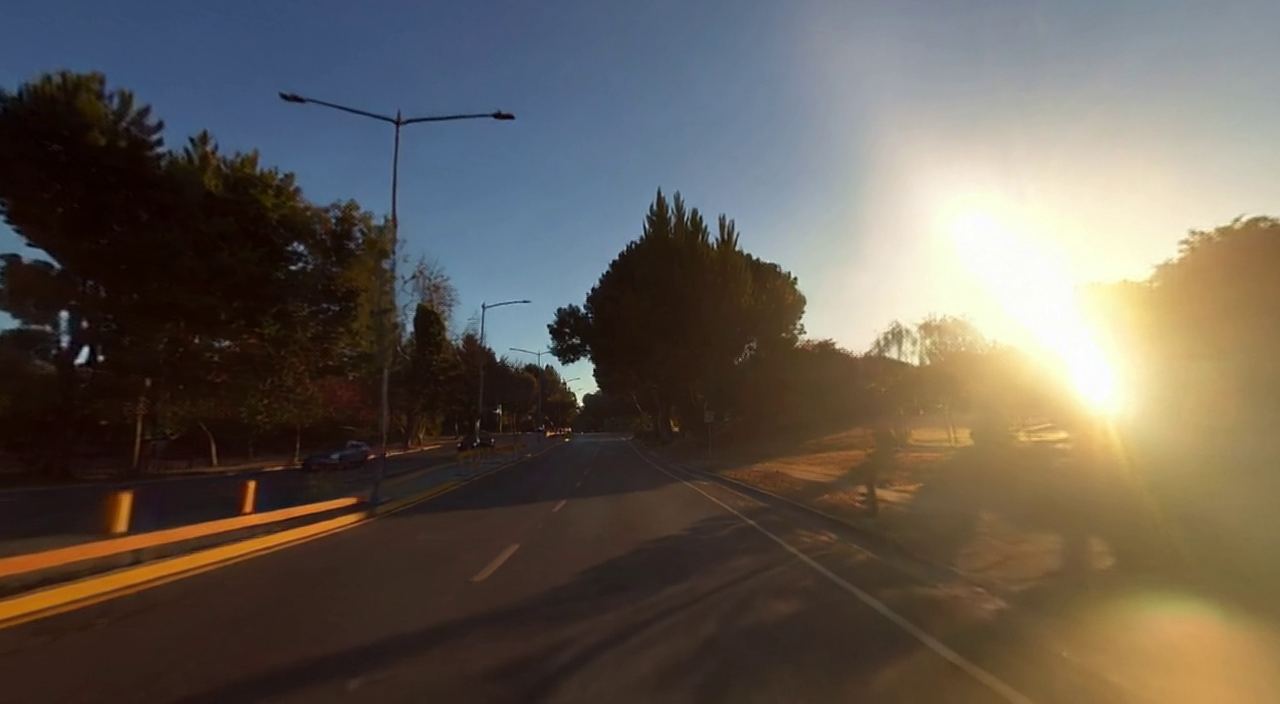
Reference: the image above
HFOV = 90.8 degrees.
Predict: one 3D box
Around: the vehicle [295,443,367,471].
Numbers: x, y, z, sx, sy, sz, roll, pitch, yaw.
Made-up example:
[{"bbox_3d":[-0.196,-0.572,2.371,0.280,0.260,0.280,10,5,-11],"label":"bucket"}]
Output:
[{"bbox_3d":[-17.988,6.117,37.050,1.892,1.521,4.641,0,-9,-1],"label":"vehicle"}]
